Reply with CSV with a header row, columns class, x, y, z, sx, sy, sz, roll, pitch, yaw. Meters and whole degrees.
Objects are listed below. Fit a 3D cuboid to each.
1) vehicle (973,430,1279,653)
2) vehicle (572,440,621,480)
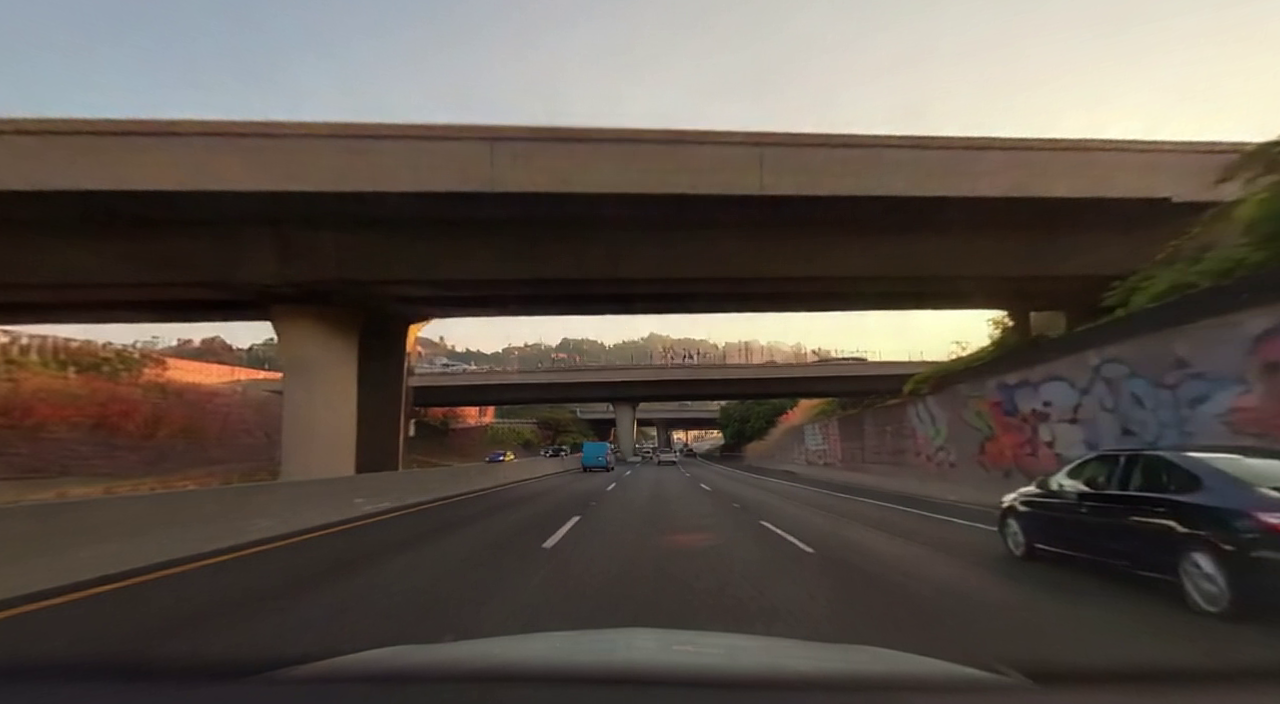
class,x,y,z,sx,sy,sz,roll,pitch,yaw
vehicle,5.298,1.503,5.767,1.972,1.492,4.623,0,-9,0
vehicle,-2.321,5.940,35.045,2.310,2.030,5.094,0,-9,1
